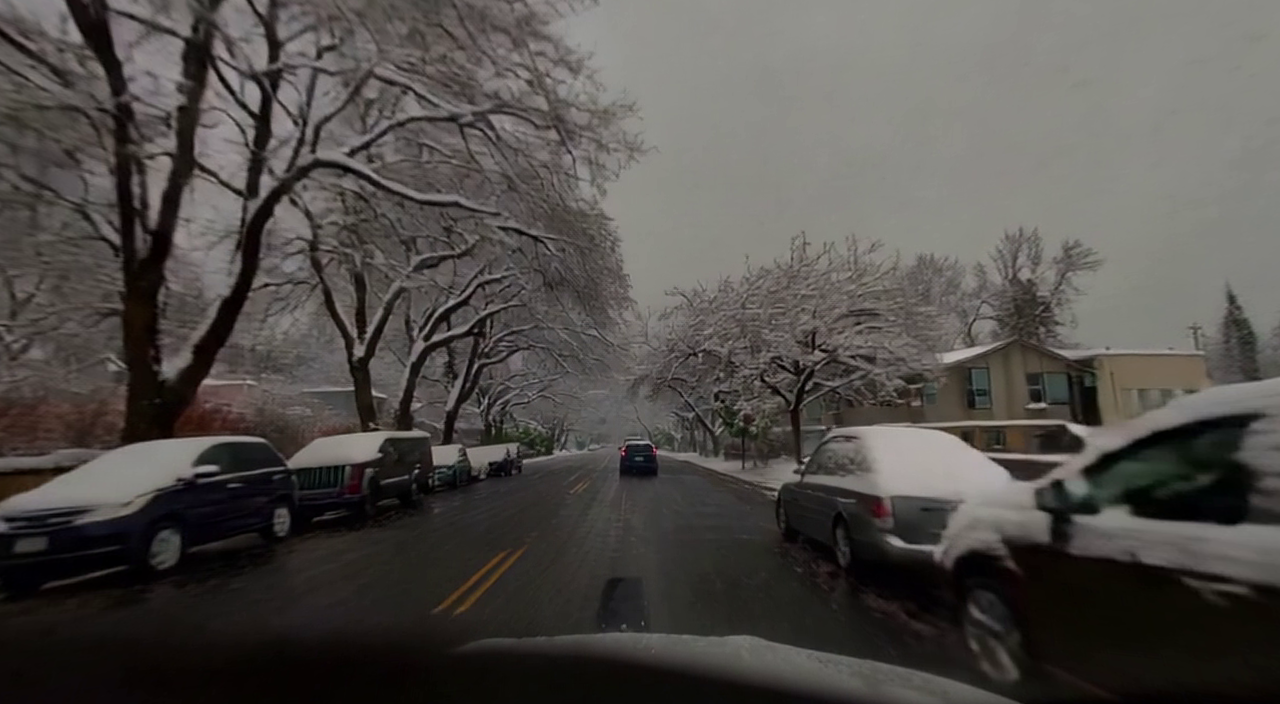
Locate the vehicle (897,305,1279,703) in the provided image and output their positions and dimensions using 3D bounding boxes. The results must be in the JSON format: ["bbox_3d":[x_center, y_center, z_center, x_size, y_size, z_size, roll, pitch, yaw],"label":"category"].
[{"bbox_3d":[2.807,0.780,1.828,1.970,1.801,4.721,0,-8,-2],"label":"vehicle"}]

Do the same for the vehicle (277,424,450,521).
[{"bbox_3d":[-5.922,2.608,14.197,1.899,1.615,4.624,-6,-8,-2],"label":"vehicle"}]

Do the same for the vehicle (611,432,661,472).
[{"bbox_3d":[-0.181,4.639,29.460,2.172,1.722,4.201,0,-8,-1],"label":"vehicle"}]

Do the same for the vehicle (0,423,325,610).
[{"bbox_3d":[-5.901,1.785,7.860,1.955,1.659,4.324,1,-8,-4],"label":"vehicle"}]
